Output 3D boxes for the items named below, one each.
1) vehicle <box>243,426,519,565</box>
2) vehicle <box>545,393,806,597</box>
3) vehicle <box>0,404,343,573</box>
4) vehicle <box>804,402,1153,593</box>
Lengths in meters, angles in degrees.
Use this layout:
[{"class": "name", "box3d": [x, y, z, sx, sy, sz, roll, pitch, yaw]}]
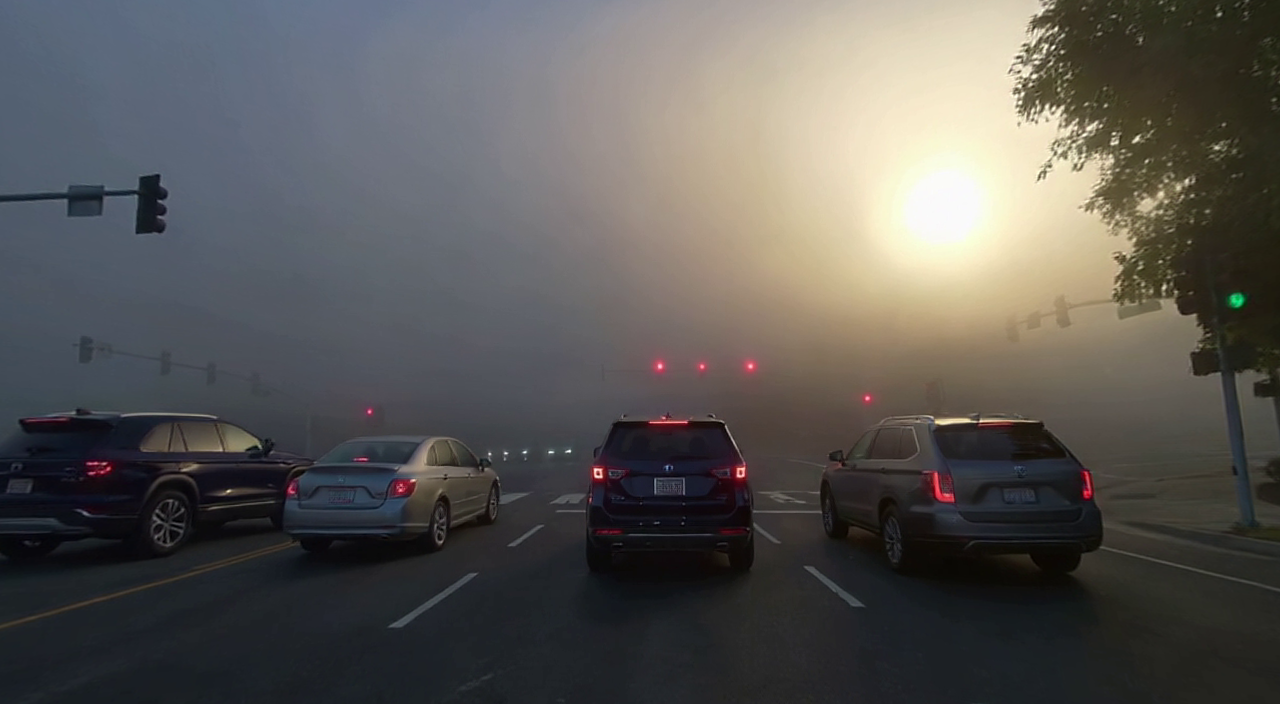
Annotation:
[{"class": "vehicle", "box3d": [-3.255, 1.882, 9.092, 1.885, 1.475, 4.359, -1, -8, 4]}, {"class": "vehicle", "box3d": [0.378, 1.518, 7.495, 2.198, 1.708, 4.170, 0, -8, 2]}, {"class": "vehicle", "box3d": [-6.643, 1.820, 9.243, 2.075, 1.796, 4.785, 0, -8, 2]}, {"class": "vehicle", "box3d": [3.510, 1.586, 7.751, 2.047, 1.638, 4.395, -1, -8, 4]}]
